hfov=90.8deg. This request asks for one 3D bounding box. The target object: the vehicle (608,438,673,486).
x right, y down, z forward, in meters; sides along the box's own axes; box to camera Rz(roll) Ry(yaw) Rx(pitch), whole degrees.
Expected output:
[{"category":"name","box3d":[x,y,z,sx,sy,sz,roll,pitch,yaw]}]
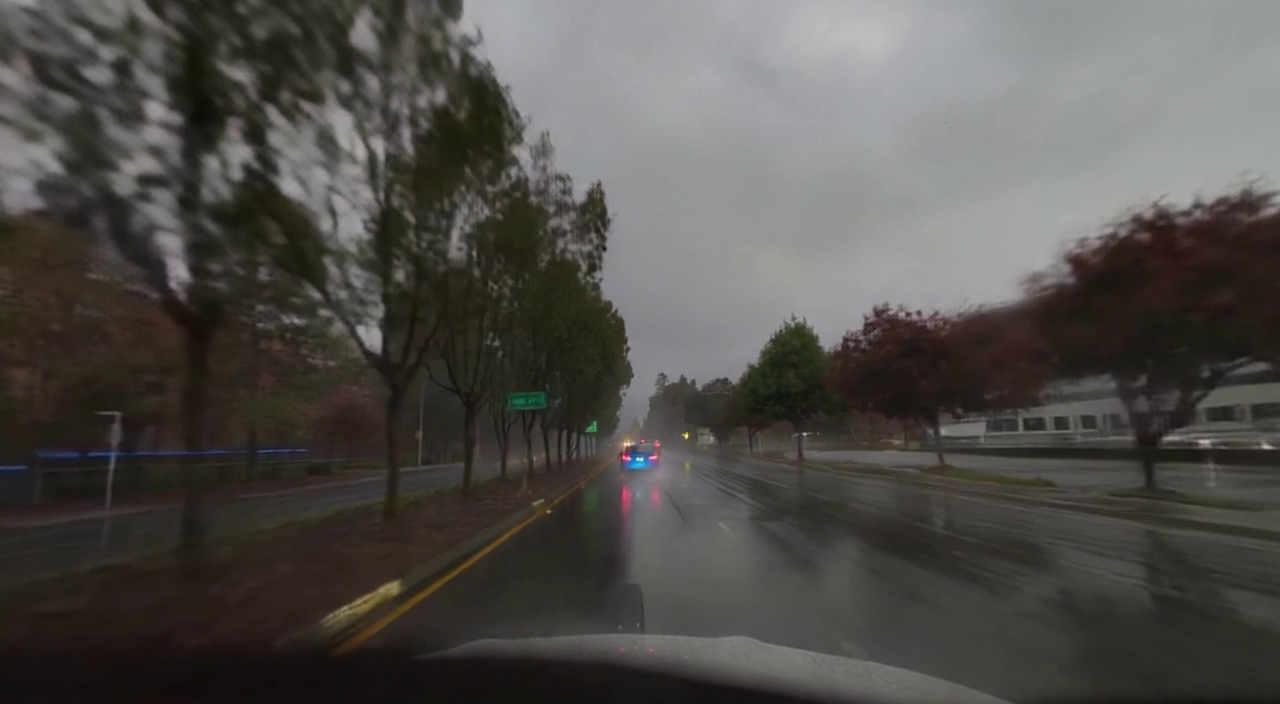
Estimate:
[{"category":"vehicle","box3d":[-0.011,3.816,22.343,2.042,1.479,4.601,0,-8,-1]}]
